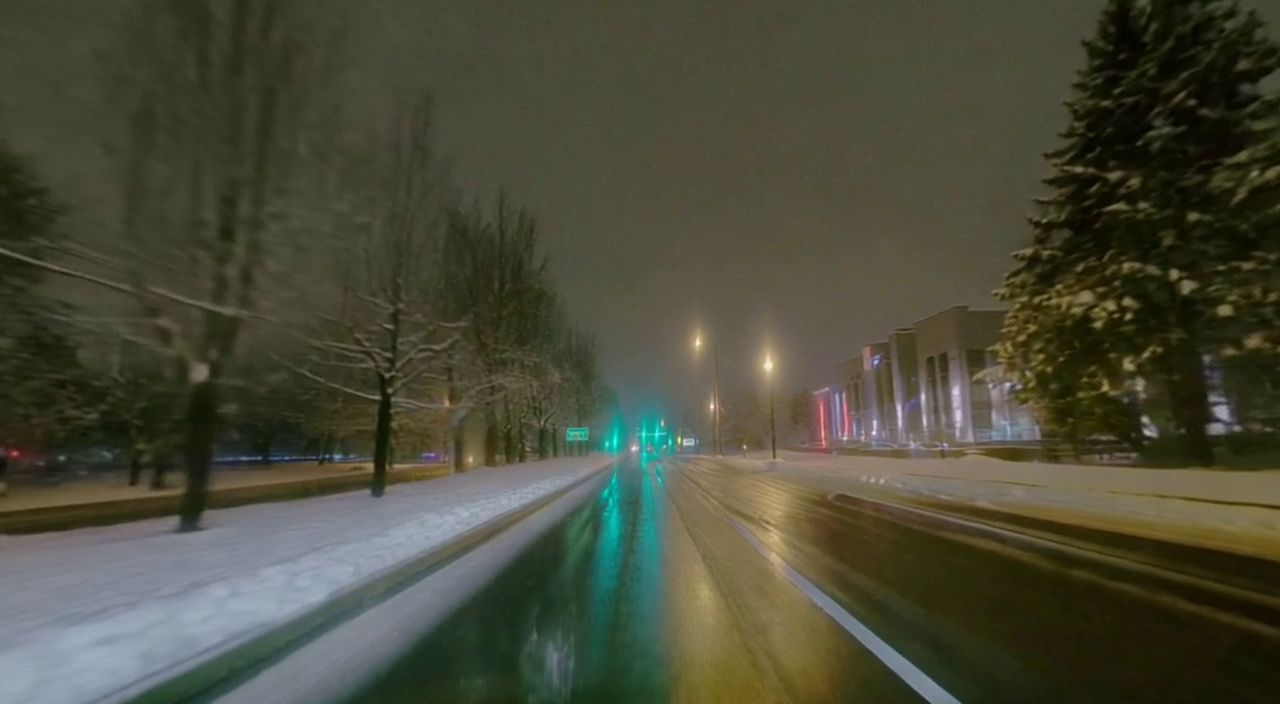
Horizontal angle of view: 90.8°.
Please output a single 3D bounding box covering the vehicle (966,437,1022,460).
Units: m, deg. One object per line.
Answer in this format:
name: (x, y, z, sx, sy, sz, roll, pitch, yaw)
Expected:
vehicle: (24.733, 6.801, 44.273, 1.579, 1.419, 3.726, -2, -10, -3)
